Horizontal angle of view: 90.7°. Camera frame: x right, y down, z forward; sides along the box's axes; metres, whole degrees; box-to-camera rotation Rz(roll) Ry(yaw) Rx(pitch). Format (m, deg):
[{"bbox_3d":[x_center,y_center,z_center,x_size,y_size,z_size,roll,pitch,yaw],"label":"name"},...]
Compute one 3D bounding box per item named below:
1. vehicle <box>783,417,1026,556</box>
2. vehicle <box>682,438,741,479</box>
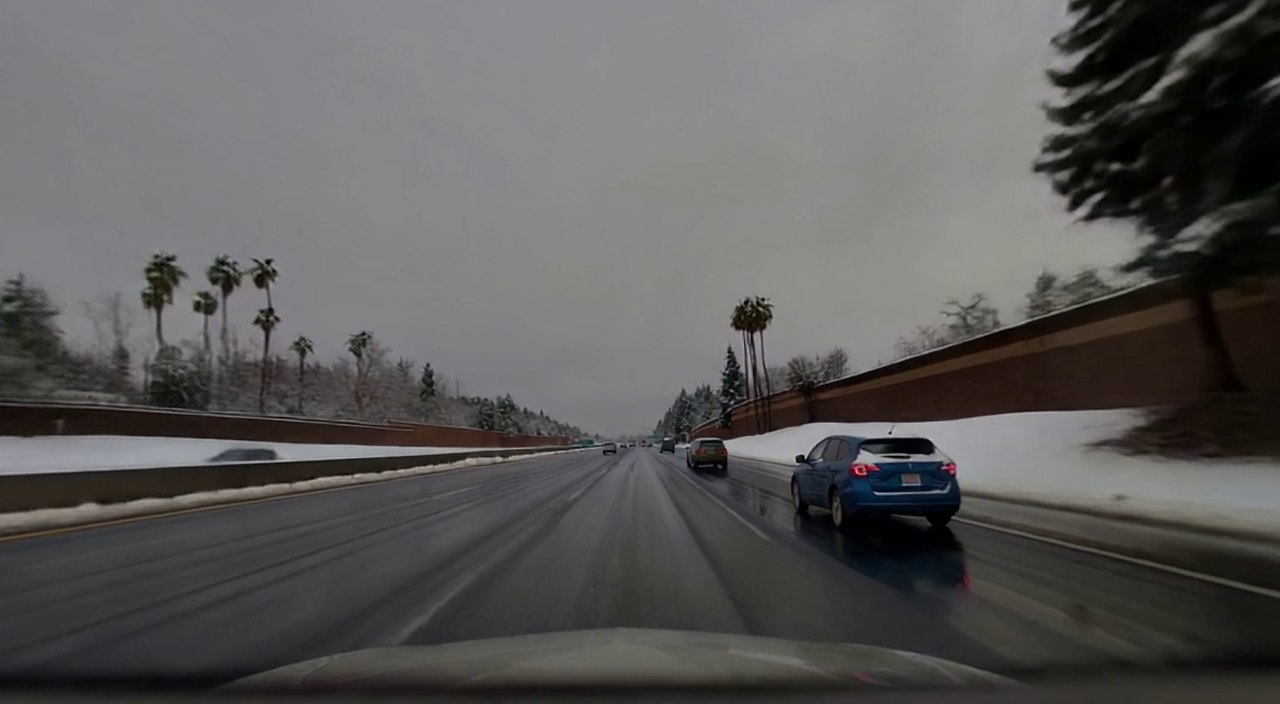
[{"bbox_3d":[3.752,1.978,9.964,1.910,1.696,4.187,0,-9,-1],"label":"vehicle"},{"bbox_3d":[3.113,4.743,28.345,2.045,1.688,4.313,0,-9,-1],"label":"vehicle"}]
